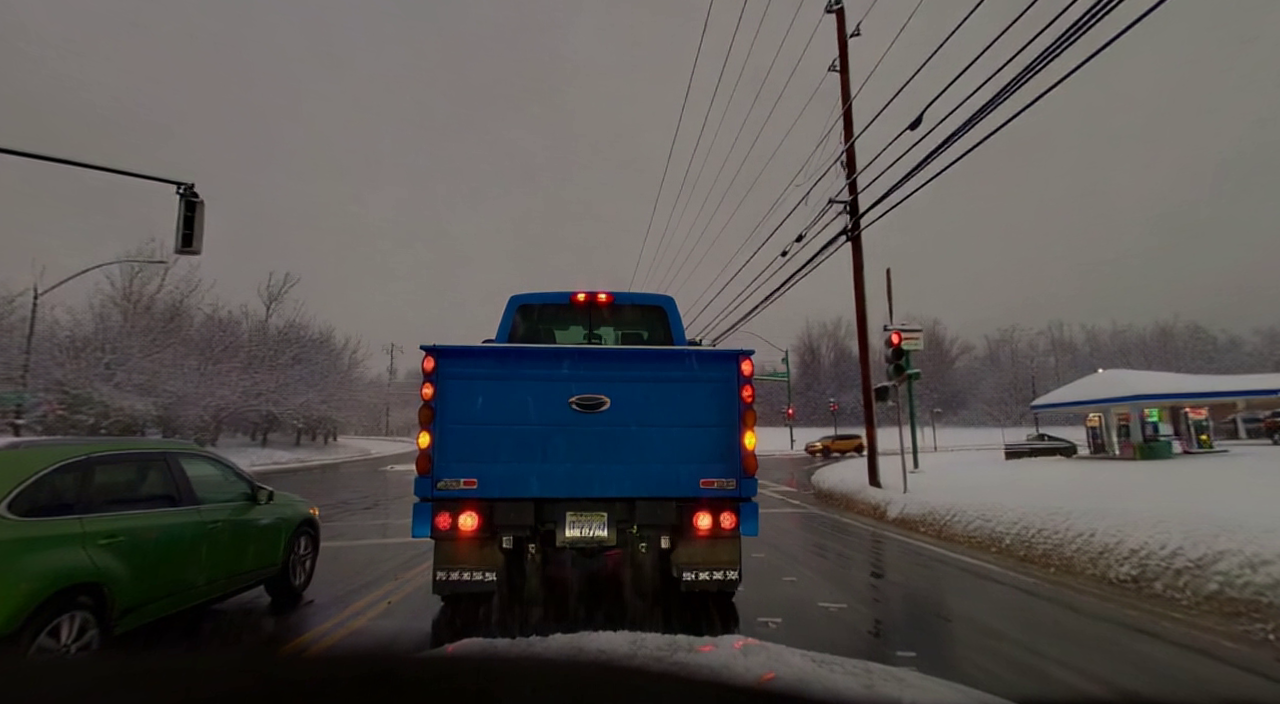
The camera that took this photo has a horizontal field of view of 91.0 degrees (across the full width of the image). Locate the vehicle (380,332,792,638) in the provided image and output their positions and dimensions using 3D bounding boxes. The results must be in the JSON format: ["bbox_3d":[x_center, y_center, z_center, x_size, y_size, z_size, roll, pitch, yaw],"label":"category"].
[{"bbox_3d":[-0.429,1.322,7.207,2.859,2.144,5.406,0,-9,-1],"label":"vehicle"}]

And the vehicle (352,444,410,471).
[{"bbox_3d":[-17.138,7.009,41.906,2.133,1.690,4.331,0,-9,-3],"label":"vehicle"}]

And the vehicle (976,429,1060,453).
[{"bbox_3d":[28.410,6.730,47.421,5.021,1.757,2.012,0,-8,0],"label":"vehicle"}]

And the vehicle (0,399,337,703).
[{"bbox_3d":[-3.965,1.188,3.979,2.017,1.555,4.150,-1,-9,0],"label":"vehicle"}]

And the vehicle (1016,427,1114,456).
[{"bbox_3d":[25.548,5.394,37.935,4.419,1.496,1.854,-2,-9,1],"label":"vehicle"}]

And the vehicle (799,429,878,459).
[{"bbox_3d":[14.200,6.555,44.756,6.346,1.917,2.360,8,-11,-42],"label":"vehicle"}]
